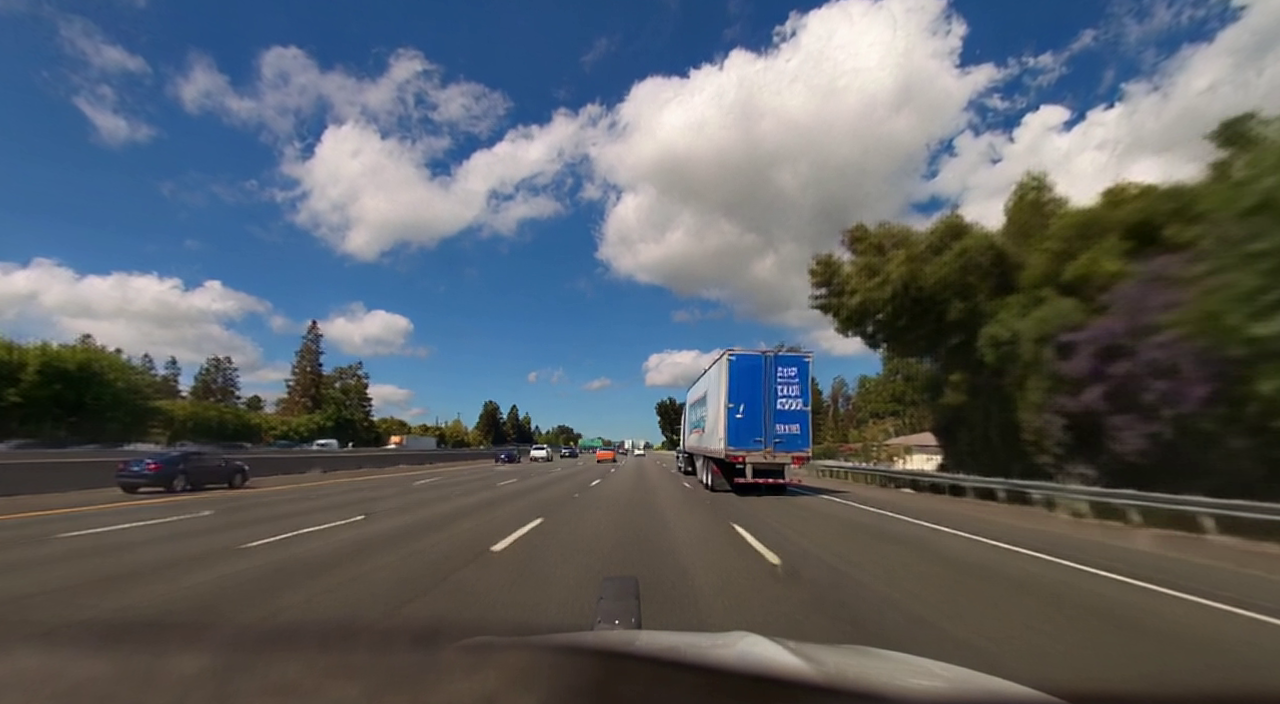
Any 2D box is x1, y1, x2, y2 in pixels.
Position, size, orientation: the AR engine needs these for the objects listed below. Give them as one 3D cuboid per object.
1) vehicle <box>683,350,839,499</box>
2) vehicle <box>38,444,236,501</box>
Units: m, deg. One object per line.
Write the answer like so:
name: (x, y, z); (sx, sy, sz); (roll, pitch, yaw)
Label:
vehicle: (3.844, 3.121, 25.136); (3.140, 4.100, 15.551); (0, -9, 0)
vehicle: (-14.666, 3.499, 18.902); (1.982, 1.471, 4.747); (0, -9, 1)
